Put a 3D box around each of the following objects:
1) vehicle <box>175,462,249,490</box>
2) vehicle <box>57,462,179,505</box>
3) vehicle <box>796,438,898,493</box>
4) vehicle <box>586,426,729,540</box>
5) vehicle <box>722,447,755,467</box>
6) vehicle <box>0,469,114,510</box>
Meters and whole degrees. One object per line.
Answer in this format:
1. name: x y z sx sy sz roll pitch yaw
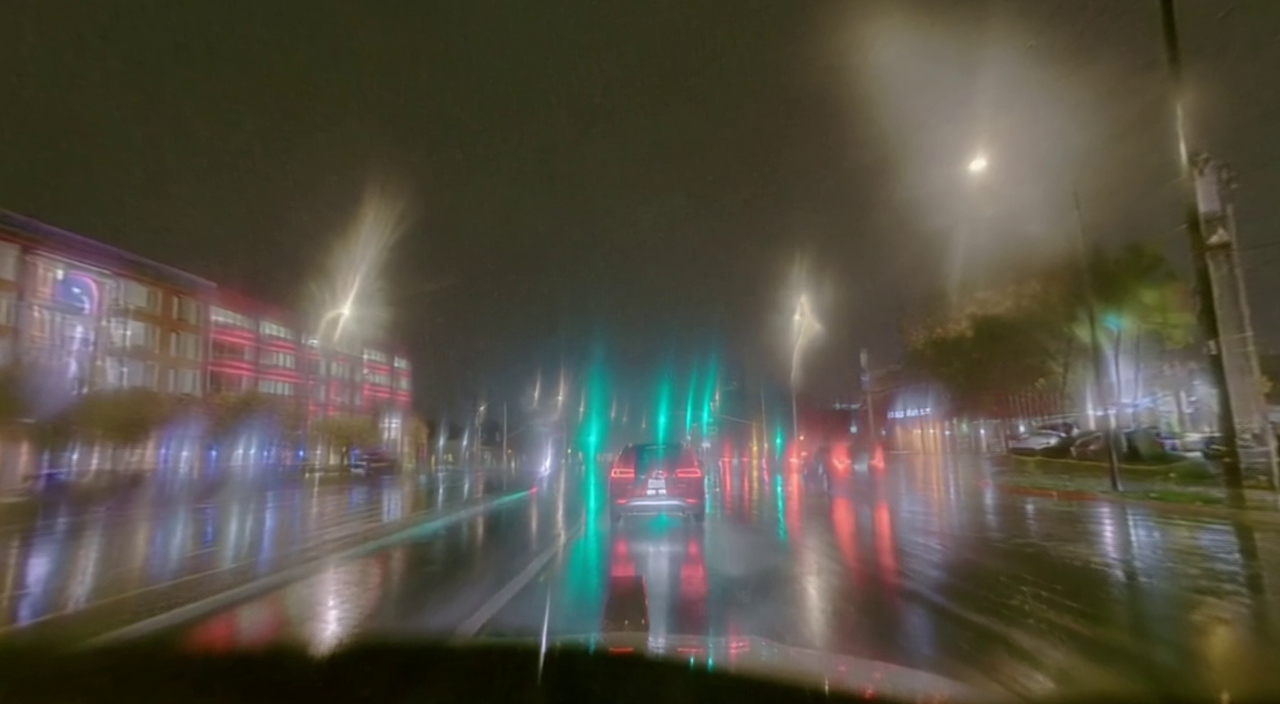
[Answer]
1. vehicle: -27.876 8.064 41.176 1.861 1.578 4.152 0 -8 1
2. vehicle: -25.865 6.490 31.500 2.026 1.808 4.835 0 -9 -2
3. vehicle: 6.739 3.738 21.094 2.086 1.627 4.294 0 -8 2
4. vehicle: 0.240 2.240 11.396 2.125 1.669 3.880 0 -8 -1
5. vehicle: 7.746 8.313 49.993 1.900 1.507 4.151 0 -8 0
6. vehicle: -28.724 6.749 31.235 2.018 1.716 4.042 -2 -10 -5
